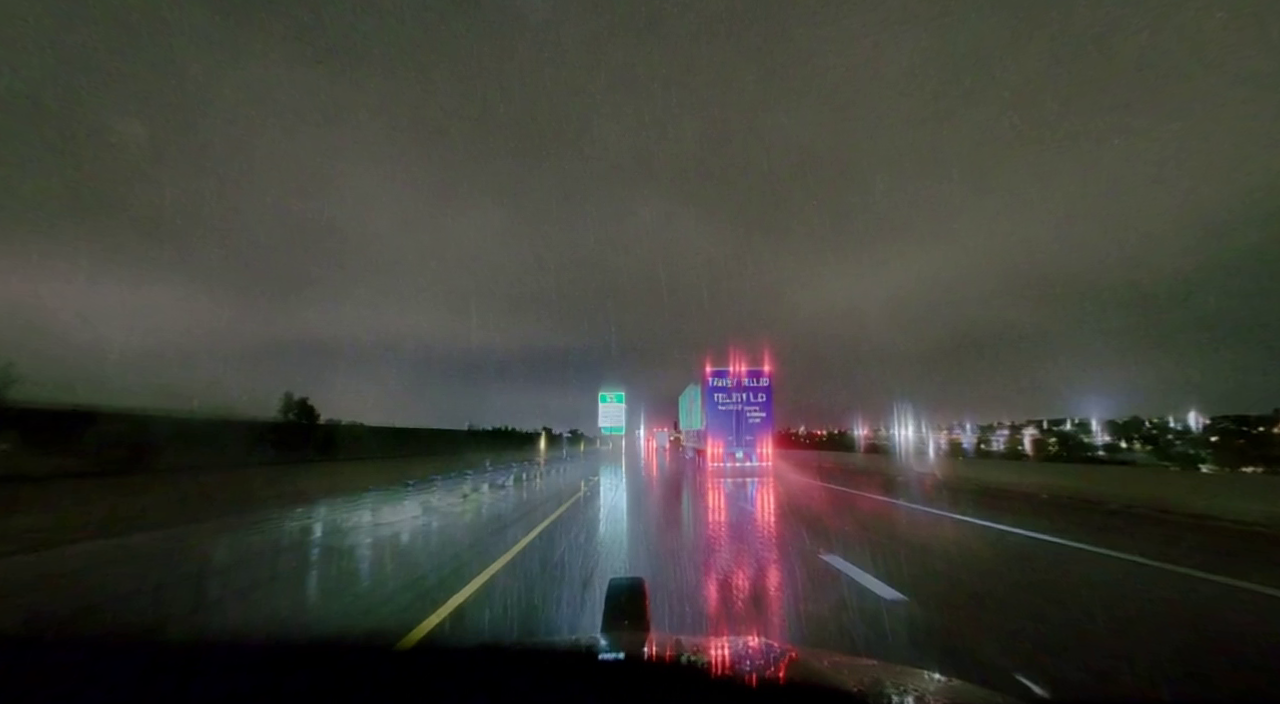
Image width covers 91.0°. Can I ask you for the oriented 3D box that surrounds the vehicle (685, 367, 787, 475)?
[{"bbox_3d":[4.125,3.597,30.883,3.006,4.093,14.142,0,-8,1],"label":"vehicle"}]
